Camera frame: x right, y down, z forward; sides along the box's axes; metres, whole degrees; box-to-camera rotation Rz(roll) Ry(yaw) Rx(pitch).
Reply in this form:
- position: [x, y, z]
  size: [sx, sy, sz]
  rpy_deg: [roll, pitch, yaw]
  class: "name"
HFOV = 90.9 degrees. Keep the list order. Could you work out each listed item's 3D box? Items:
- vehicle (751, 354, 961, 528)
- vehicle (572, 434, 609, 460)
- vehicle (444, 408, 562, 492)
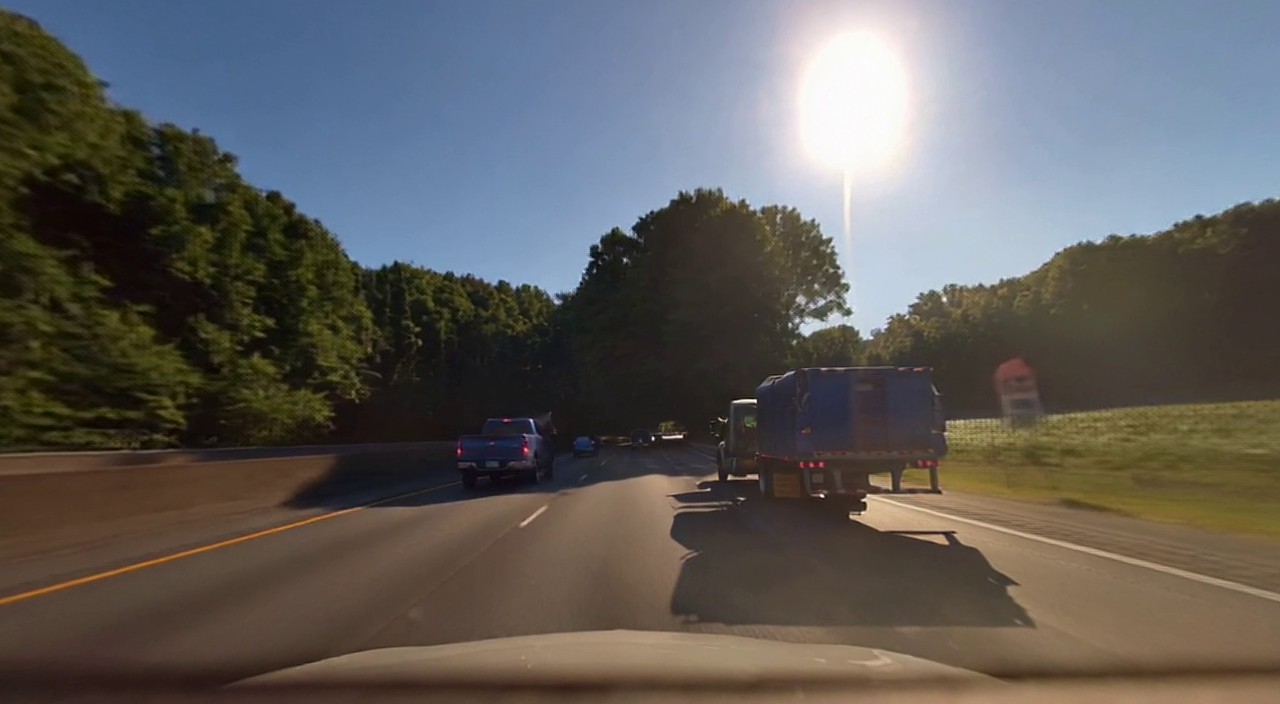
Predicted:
- position: [3.568, 1.588, 11.453]
  size: [2.256, 2.568, 4.049]
  rpy_deg: [0, -8, -1]
  class: "vehicle"
- position: [-3.093, 6.029, 40.273]
  size: [2.008, 1.588, 4.147]
  rpy_deg: [0, -8, 1]
  class: "vehicle"
- position: [-3.561, 2.650, 17.416]
  size: [2.204, 1.991, 4.720]
  rpy_deg: [0, -8, 0]
  class: "vehicle"
